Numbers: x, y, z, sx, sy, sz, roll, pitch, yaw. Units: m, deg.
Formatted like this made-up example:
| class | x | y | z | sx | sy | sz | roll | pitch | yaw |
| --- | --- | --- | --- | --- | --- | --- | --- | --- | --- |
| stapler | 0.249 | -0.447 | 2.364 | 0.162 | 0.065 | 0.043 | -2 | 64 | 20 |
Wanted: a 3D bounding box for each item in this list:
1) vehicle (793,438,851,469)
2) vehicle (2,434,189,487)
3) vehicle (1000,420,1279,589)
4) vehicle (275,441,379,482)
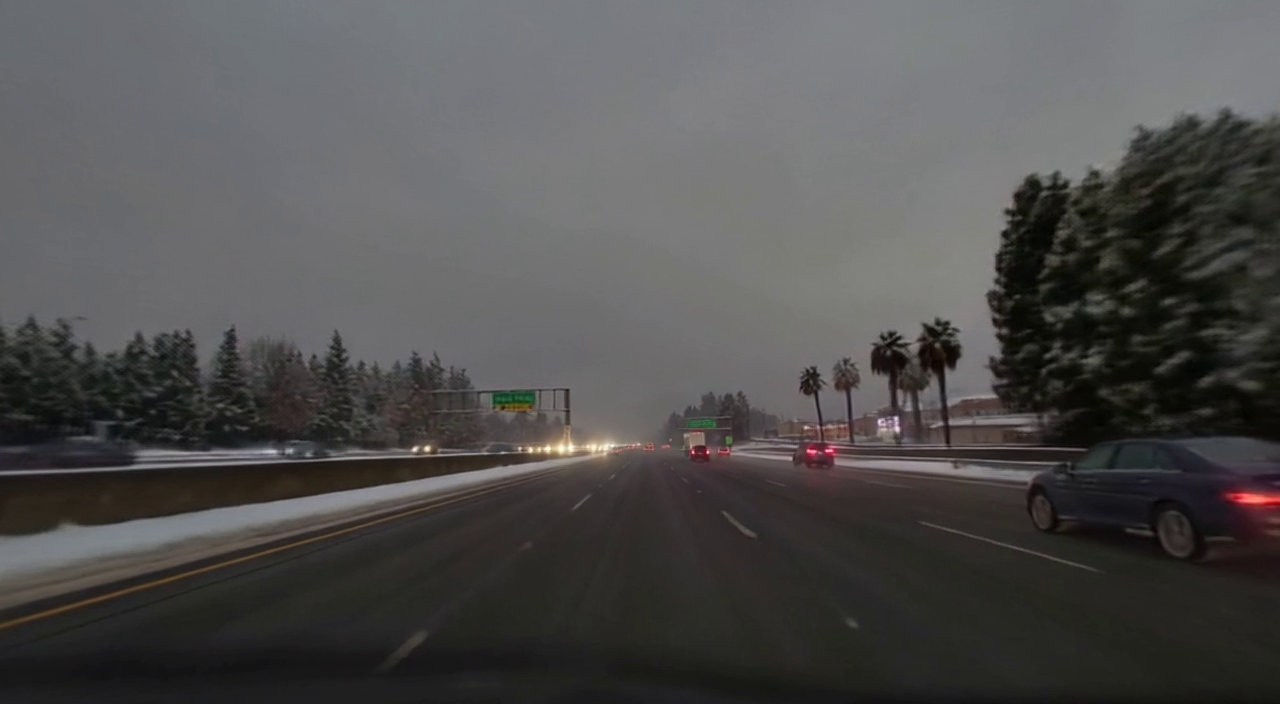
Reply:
| class | x | y | z | sx | sy | sz | roll | pitch | yaw |
| --- | --- | --- | --- | --- | --- | --- | --- | --- | --- |
| vehicle | 11.503 | 6.431 | 40.216 | 2.168 | 1.861 | 4.678 | 0 | -8 | -1 |
| vehicle | -17.741 | 3.553 | 20.946 | 1.946 | 1.547 | 4.634 | -1 | -8 | 3 |
| vehicle | 6.955 | 1.721 | 7.957 | 2.071 | 1.543 | 4.702 | 0 | -8 | 1 |
| vehicle | -12.313 | 4.317 | 25.159 | 1.866 | 1.446 | 4.246 | 0 | -8 | 1 |
